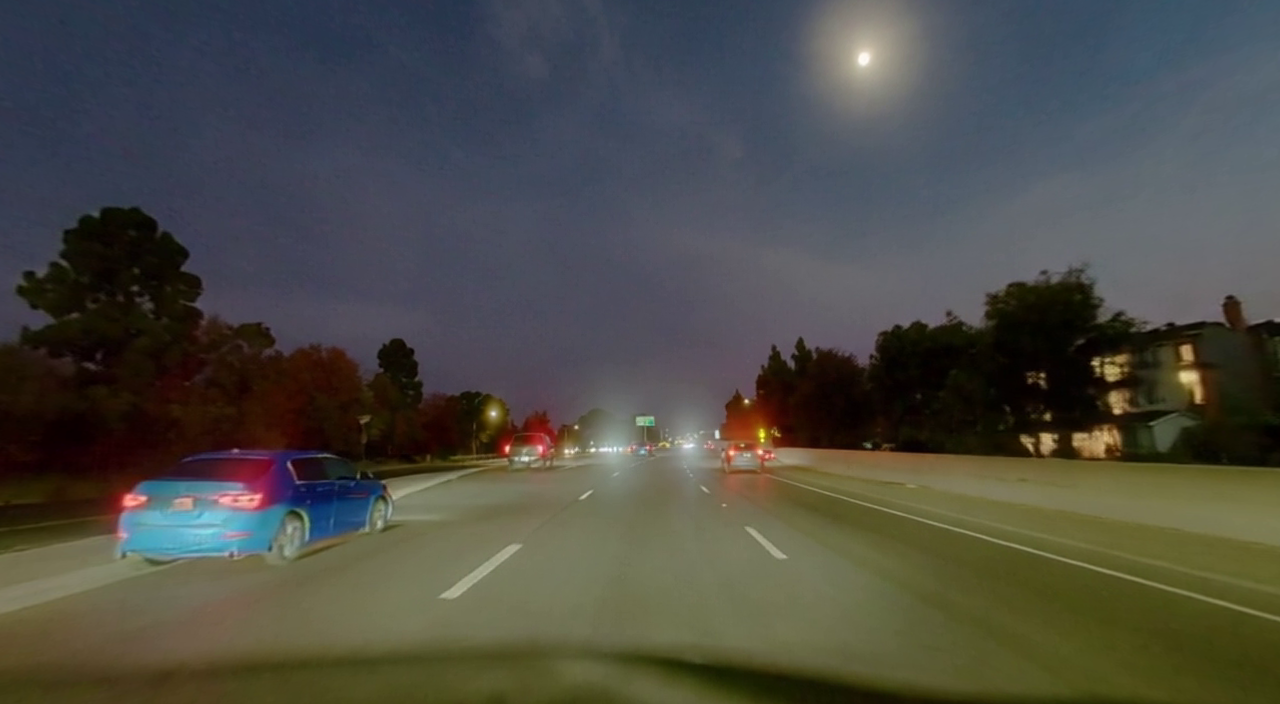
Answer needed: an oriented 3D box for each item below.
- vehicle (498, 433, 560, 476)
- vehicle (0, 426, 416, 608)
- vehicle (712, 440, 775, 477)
[{"bbox_3d":[-5.063,4.731,29.335,2.122,1.847,4.696,0,-8,-1],"label":"vehicle"},{"bbox_3d":[-4.409,1.688,7.473,1.948,1.475,4.461,0,-8,-2],"label":"vehicle"},{"bbox_3d":[4.408,4.601,27.598,2.100,1.472,4.533,0,-8,1],"label":"vehicle"}]
